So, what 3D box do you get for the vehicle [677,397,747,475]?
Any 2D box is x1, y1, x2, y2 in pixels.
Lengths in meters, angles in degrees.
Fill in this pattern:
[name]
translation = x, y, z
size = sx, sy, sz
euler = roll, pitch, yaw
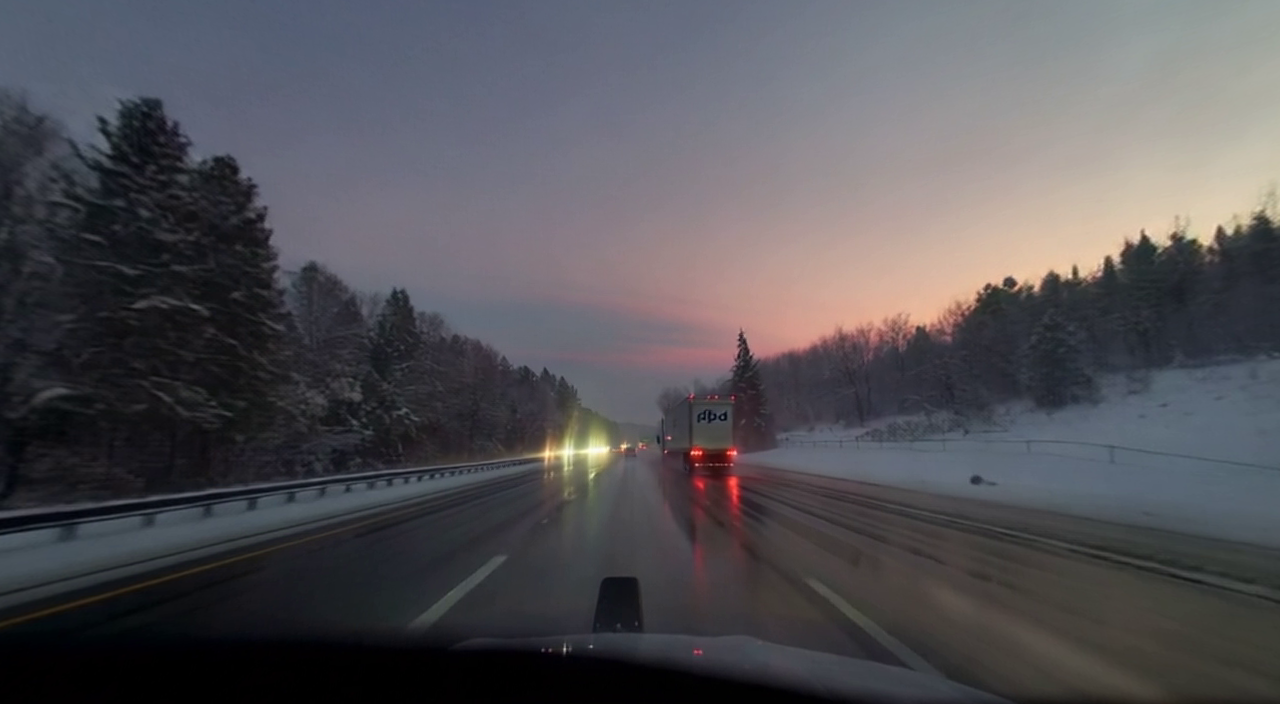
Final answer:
[vehicle]
translation = 3.897, 4.894, 36.118
size = 2.856, 3.933, 8.334
euler = 0, -9, -1
